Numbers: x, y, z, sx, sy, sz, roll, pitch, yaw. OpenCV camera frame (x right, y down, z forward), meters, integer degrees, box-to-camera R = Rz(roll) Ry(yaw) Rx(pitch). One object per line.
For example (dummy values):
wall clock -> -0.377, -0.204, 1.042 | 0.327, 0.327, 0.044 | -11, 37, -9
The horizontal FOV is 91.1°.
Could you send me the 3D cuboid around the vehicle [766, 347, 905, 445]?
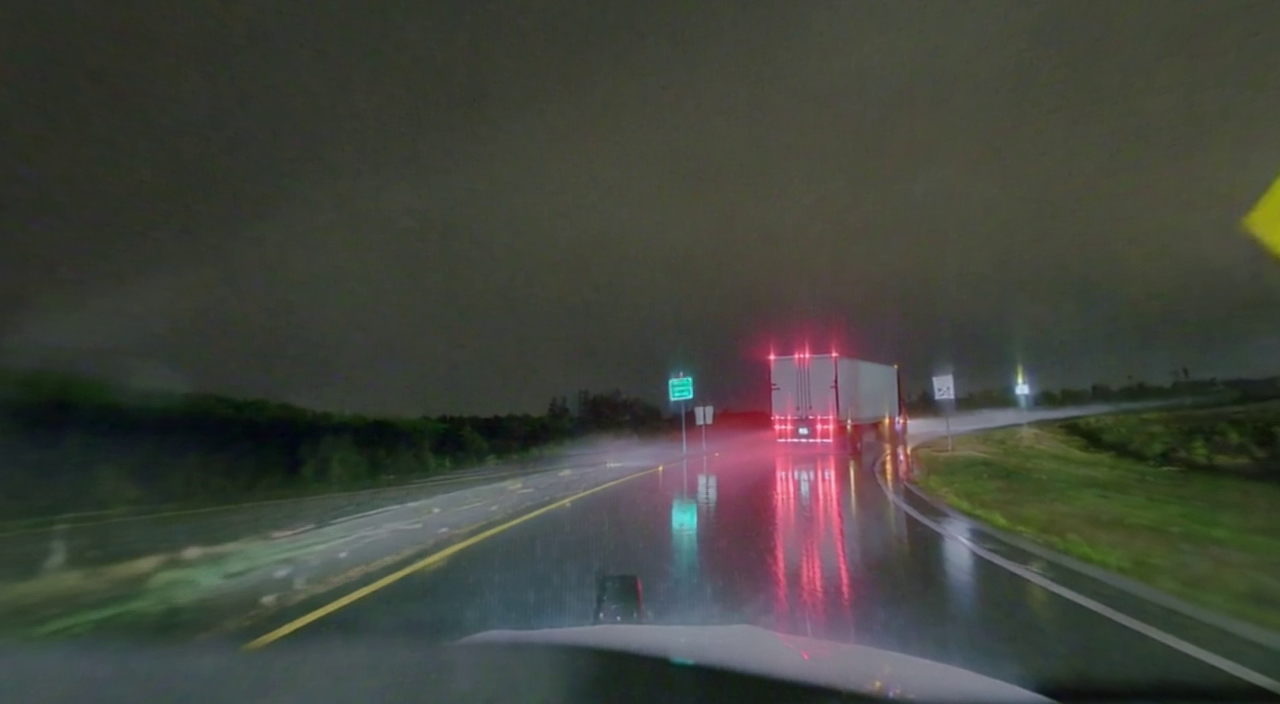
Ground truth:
vehicle -> 9.366, 2.362, 28.967 | 2.837, 3.712, 10.484 | -6, -10, 35
